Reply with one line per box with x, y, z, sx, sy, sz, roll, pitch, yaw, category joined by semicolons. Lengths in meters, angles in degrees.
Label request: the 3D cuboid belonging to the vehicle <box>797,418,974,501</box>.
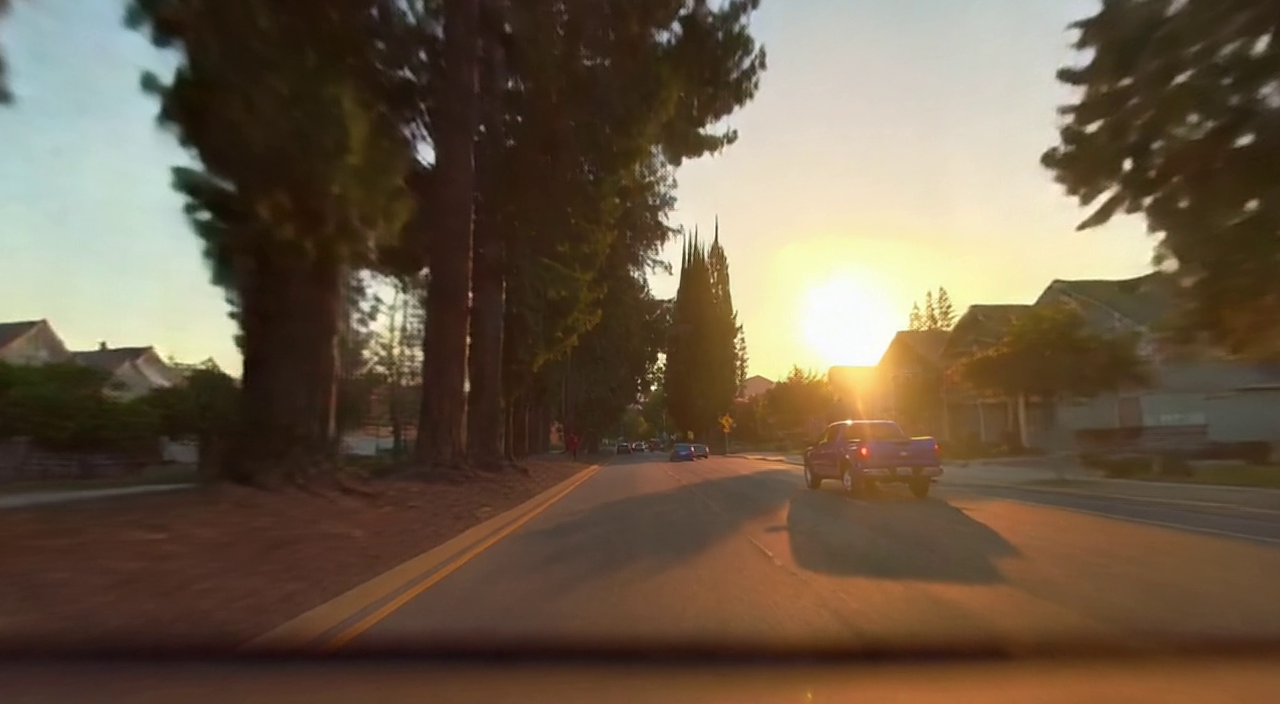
6.041;2.746;16.539;2.262;1.769;5.666;0;-8;-1;vehicle

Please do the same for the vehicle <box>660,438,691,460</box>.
2.750;7.633;49.850;2.061;1.632;4.222;0;-8;-2;vehicle
